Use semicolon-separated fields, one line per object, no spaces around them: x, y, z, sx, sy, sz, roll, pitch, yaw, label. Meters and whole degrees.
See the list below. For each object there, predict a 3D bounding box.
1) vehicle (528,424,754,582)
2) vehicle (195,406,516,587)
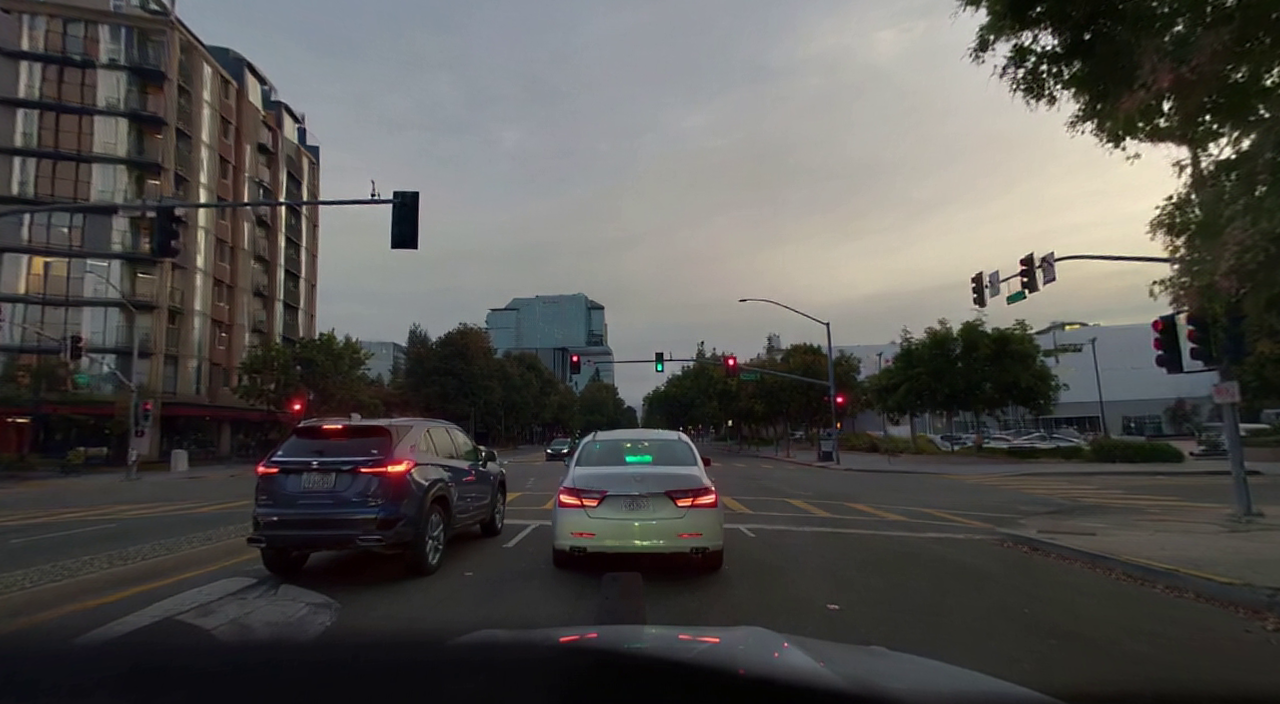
0.027;1.757;8.145;2.190;1.522;3.850;0;-8;0;vehicle
-3.176;1.709;8.337;2.081;1.719;4.434;0;-8;1;vehicle
